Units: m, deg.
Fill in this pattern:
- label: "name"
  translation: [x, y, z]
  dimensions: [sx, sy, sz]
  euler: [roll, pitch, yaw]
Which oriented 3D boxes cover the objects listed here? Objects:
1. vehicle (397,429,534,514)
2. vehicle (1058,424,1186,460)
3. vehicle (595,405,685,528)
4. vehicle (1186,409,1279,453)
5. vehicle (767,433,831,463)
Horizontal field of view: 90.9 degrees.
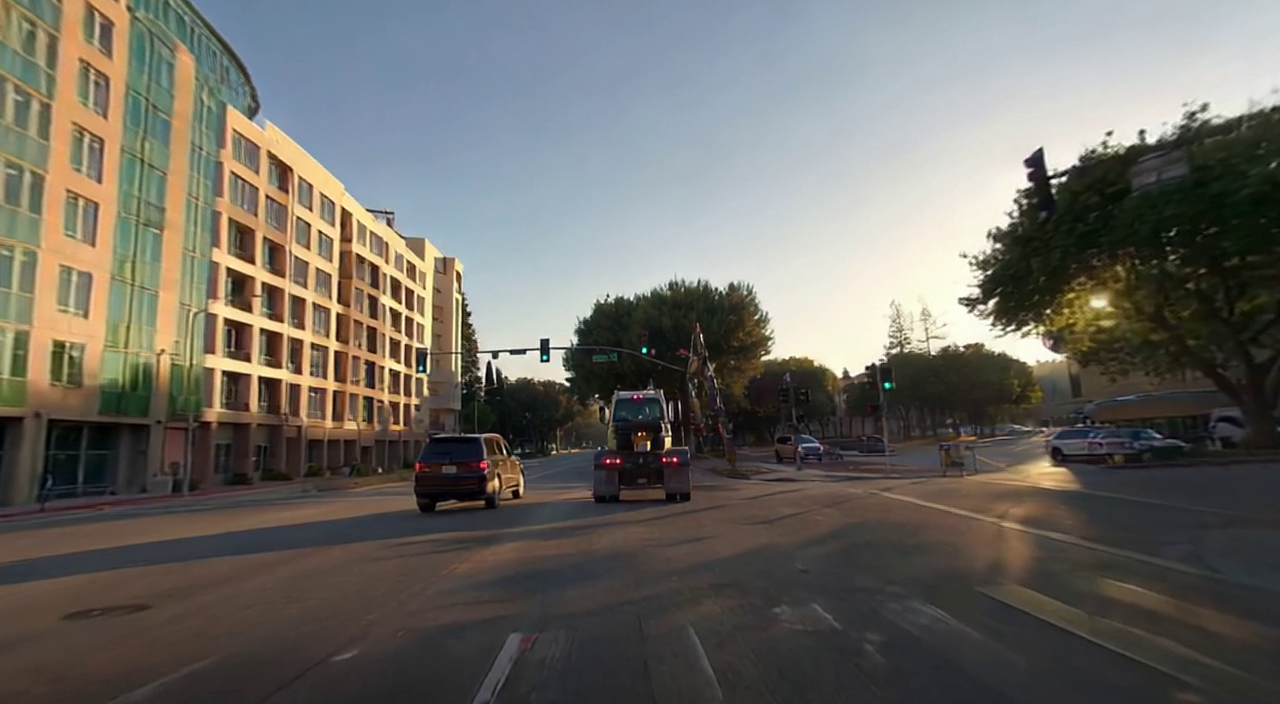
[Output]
- label: "vehicle"
  translation: [-3.915, 2.764, 15.002]
  dimensions: [2.081, 1.688, 4.235]
  euler: [0, -9, -1]
- label: "vehicle"
  translation: [20.932, 3.979, 27.626]
  dimensions: [1.767, 1.440, 4.261]
  euler: [1, -9, -10]
- label: "vehicle"
  translation: [-0.056, 4.103, 23.728]
  dimensions: [2.552, 3.461, 11.044]
  euler: [-1, -9, 0]
- label: "vehicle"
  translation: [28.259, 3.608, 28.845]
  dimensions: [4.772, 1.868, 2.053]
  euler: [0, -9, -6]
- label: "vehicle"
  translation: [10.272, 6.271, 41.233]
  dimensions: [2.186, 1.783, 4.716]
  euler: [0, -9, -10]
